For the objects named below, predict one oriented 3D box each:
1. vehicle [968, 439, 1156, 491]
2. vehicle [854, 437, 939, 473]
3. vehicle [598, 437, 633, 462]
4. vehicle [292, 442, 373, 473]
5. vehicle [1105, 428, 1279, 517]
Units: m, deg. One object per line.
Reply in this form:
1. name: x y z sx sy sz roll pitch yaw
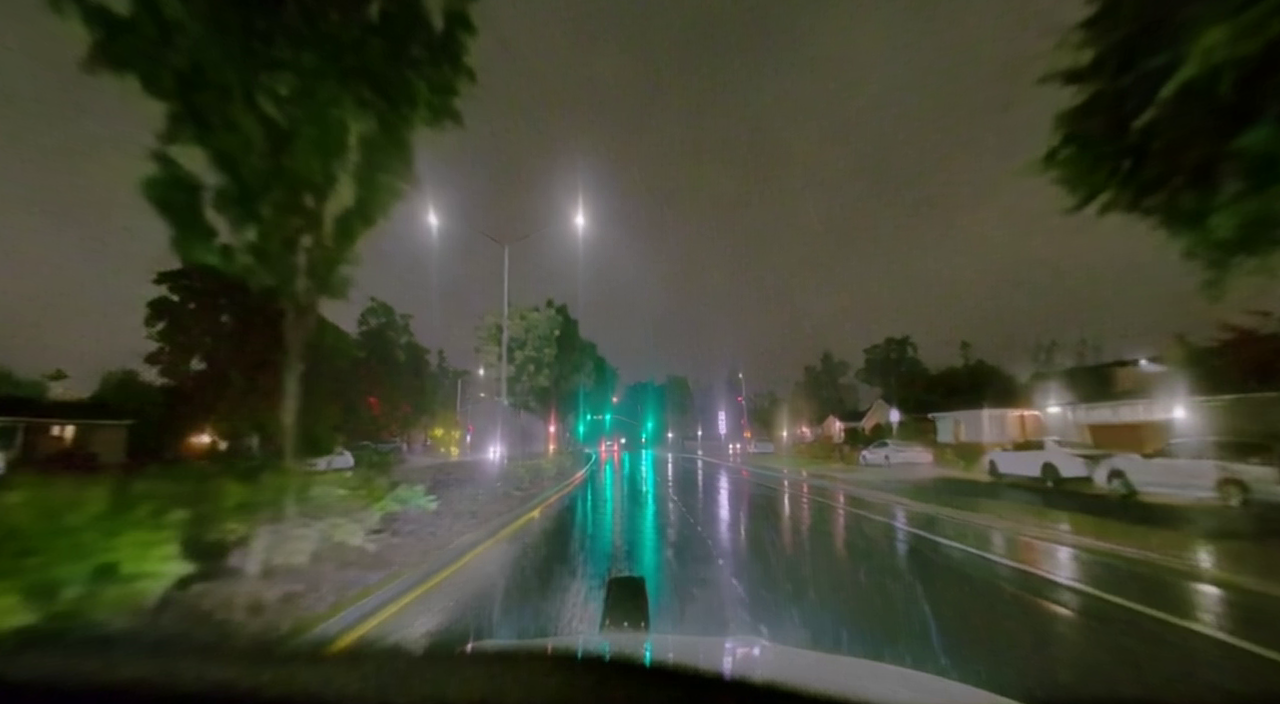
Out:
1. vehicle: 11.533 3.099 17.762 2.015 1.231 4.748 0 -8 -1
2. vehicle: 11.466 4.618 28.542 1.839 1.445 4.484 0 -8 -2
3. vehicle: -1.595 6.148 39.769 2.113 1.462 4.203 0 -8 -4
4. vehicle: -15.572 5.346 32.236 2.070 1.469 4.524 0 -8 -3
5. vehicle: 11.812 2.294 12.386 1.791 1.503 4.560 0 -8 -1
